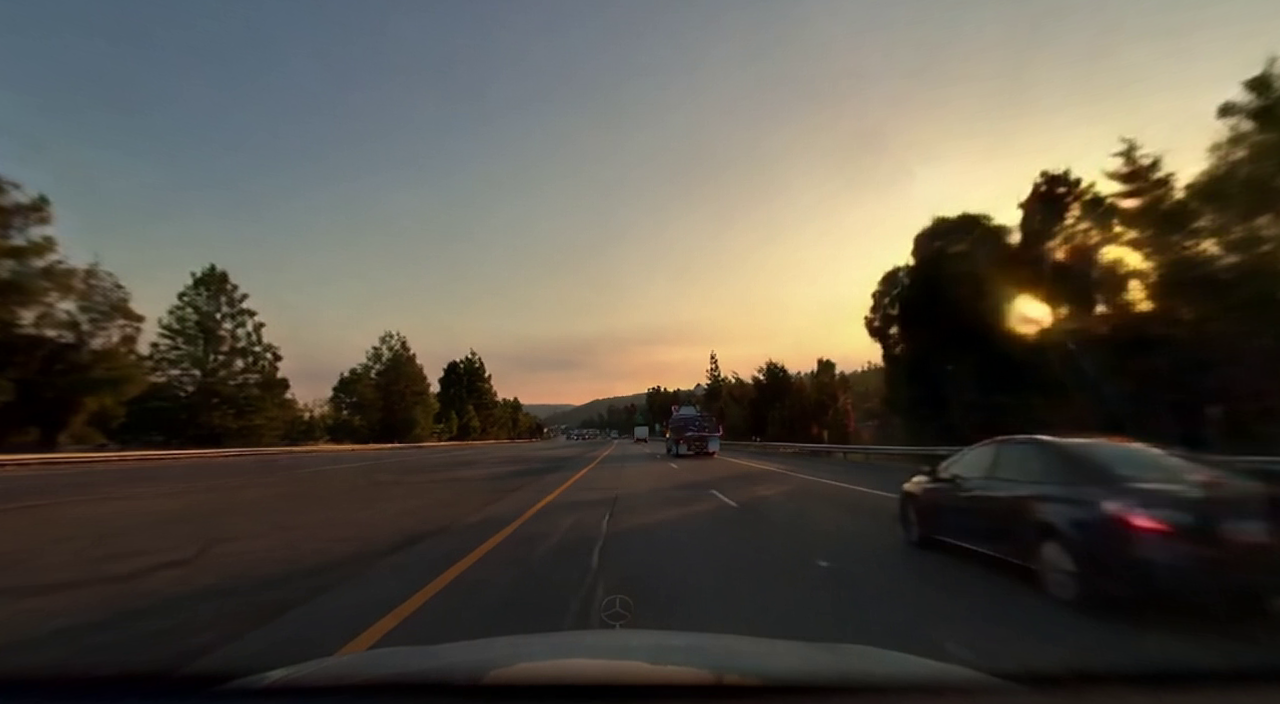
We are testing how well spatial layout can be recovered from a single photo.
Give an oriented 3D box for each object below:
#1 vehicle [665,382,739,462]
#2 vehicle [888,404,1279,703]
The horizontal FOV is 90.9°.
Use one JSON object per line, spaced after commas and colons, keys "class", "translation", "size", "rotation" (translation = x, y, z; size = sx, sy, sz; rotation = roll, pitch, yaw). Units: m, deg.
{"class": "vehicle", "translation": [3.329, 4.245, 37.213], "size": [2.911, 3.994, 10.840], "rotation": [0, -8, -2]}
{"class": "vehicle", "translation": [3.657, 1.223, 4.621], "size": [1.984, 1.482, 3.833], "rotation": [0, -8, -2]}
